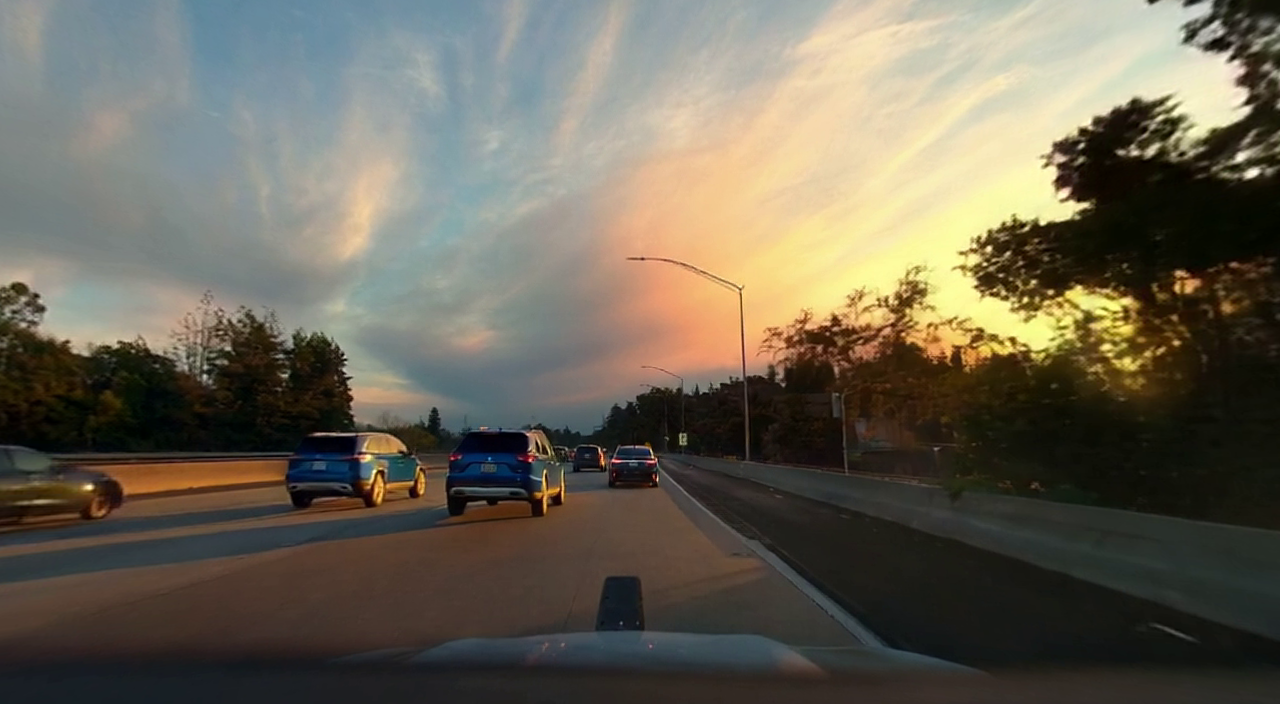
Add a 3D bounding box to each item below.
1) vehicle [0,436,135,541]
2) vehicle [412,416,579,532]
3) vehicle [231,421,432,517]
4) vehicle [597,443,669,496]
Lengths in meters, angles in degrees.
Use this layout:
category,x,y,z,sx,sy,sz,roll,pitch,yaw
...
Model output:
category,x,y,z,sx,sy,sz,roll,pitch,yaw
vehicle,-10.247,1.956,9.026,2.126,1.480,4.589,0,-9,1
vehicle,-2.480,2.233,12.044,2.123,1.798,4.108,0,-9,1
vehicle,-6.750,2.615,14.534,2.162,1.823,4.566,0,-9,2
vehicle,-0.197,3.652,20.022,2.068,1.488,4.045,0,-9,0
